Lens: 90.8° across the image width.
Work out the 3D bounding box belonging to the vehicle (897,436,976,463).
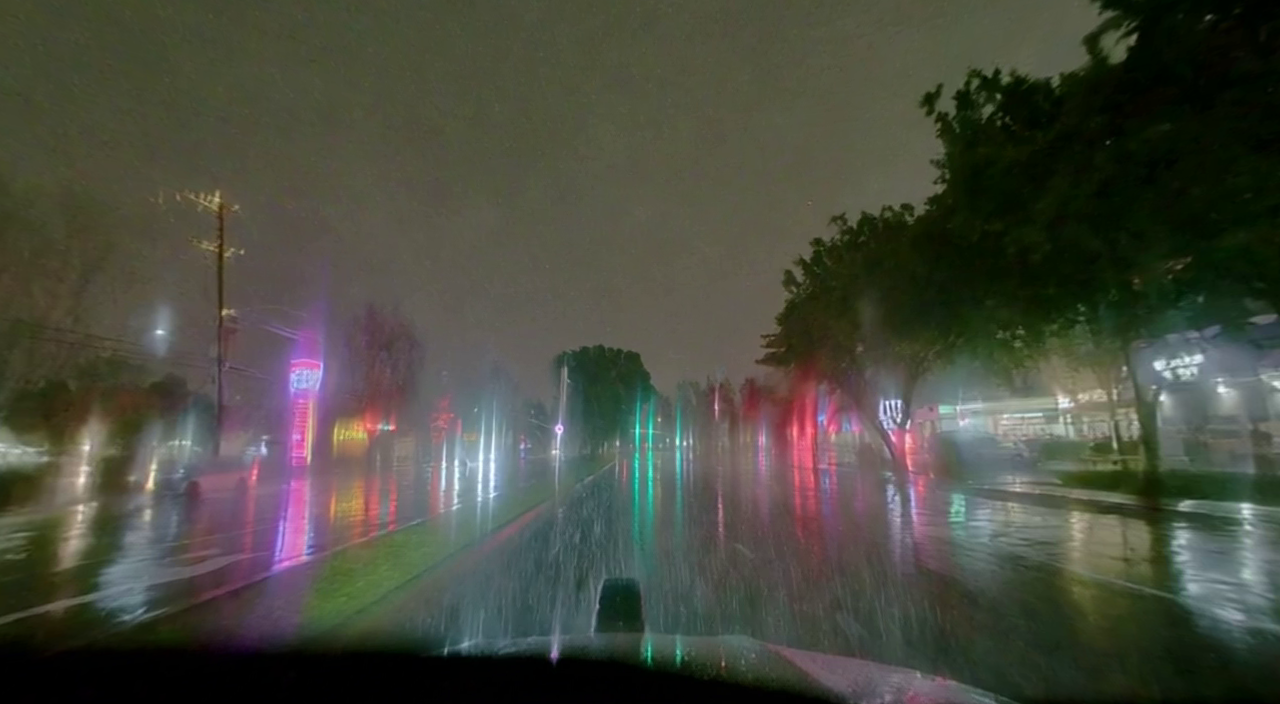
[{"bbox_3d":[20.989,6.936,45.159,2.480,1.766,6.529,0,-8,0],"label":"vehicle"}]

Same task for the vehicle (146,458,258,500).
[{"bbox_3d":[-19.070,5.506,27.791,1.831,1.528,4.605,-1,-8,-3],"label":"vehicle"}]
